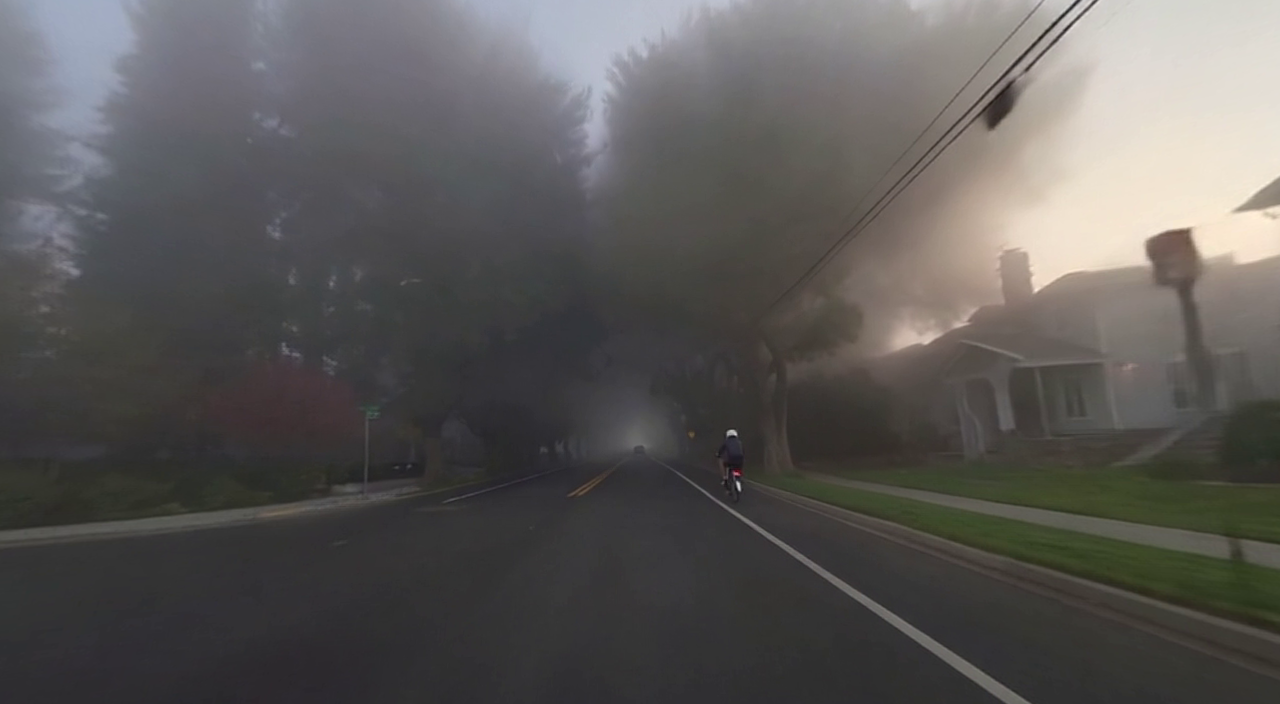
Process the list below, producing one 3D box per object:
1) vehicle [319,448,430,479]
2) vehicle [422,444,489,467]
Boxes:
[{"bbox_3d":[-13.219,5.560,31.728,4.717,1.465,1.887,1,-9,-3],"label":"vehicle"},{"bbox_3d":[-14.231,8.011,48.930,4.587,1.722,1.906,1,-9,-2],"label":"vehicle"}]
